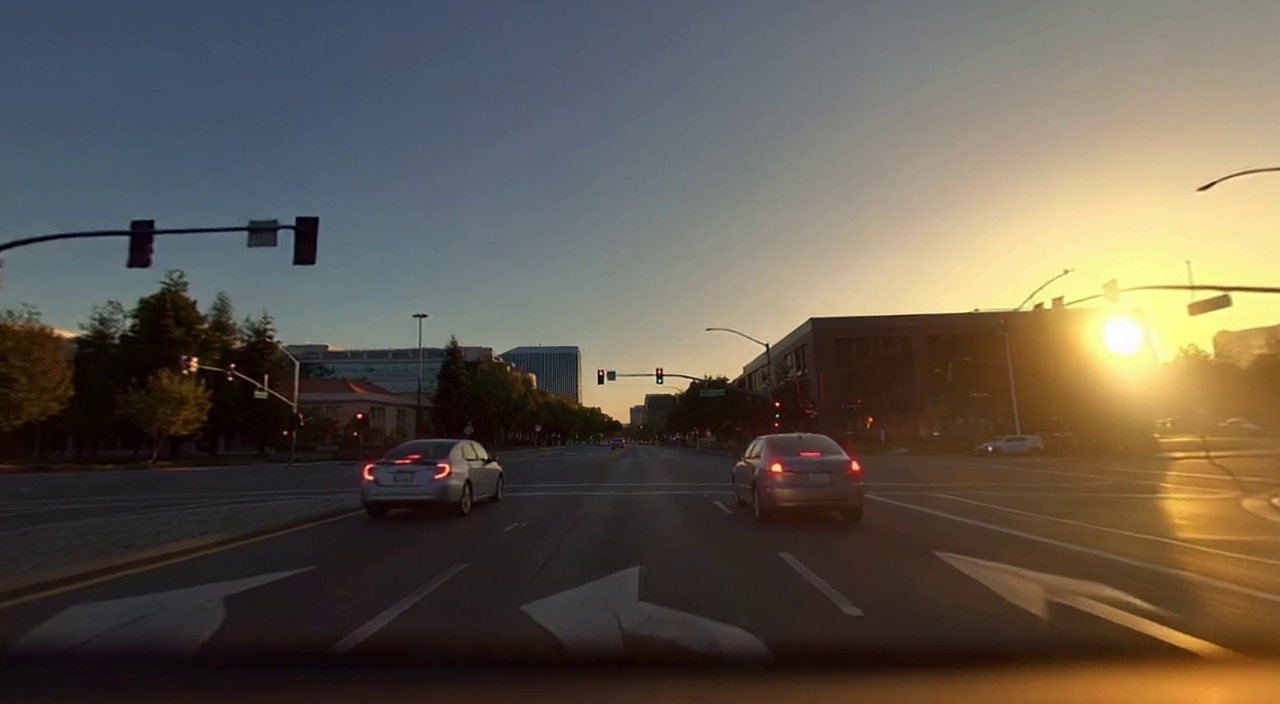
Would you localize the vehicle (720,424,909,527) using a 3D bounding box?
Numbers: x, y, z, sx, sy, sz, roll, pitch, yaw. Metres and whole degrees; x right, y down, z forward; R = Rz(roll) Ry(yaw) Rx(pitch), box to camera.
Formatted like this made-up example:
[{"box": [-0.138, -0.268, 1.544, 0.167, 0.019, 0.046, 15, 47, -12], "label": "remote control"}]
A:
[{"box": [2.919, 2.207, 11.873, 2.130, 1.524, 4.722, 0, -8, -1], "label": "vehicle"}]

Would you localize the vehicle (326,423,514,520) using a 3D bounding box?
[{"box": [-3.934, 2.227, 12.286, 1.973, 1.526, 4.533, 0, -8, 1], "label": "vehicle"}]
